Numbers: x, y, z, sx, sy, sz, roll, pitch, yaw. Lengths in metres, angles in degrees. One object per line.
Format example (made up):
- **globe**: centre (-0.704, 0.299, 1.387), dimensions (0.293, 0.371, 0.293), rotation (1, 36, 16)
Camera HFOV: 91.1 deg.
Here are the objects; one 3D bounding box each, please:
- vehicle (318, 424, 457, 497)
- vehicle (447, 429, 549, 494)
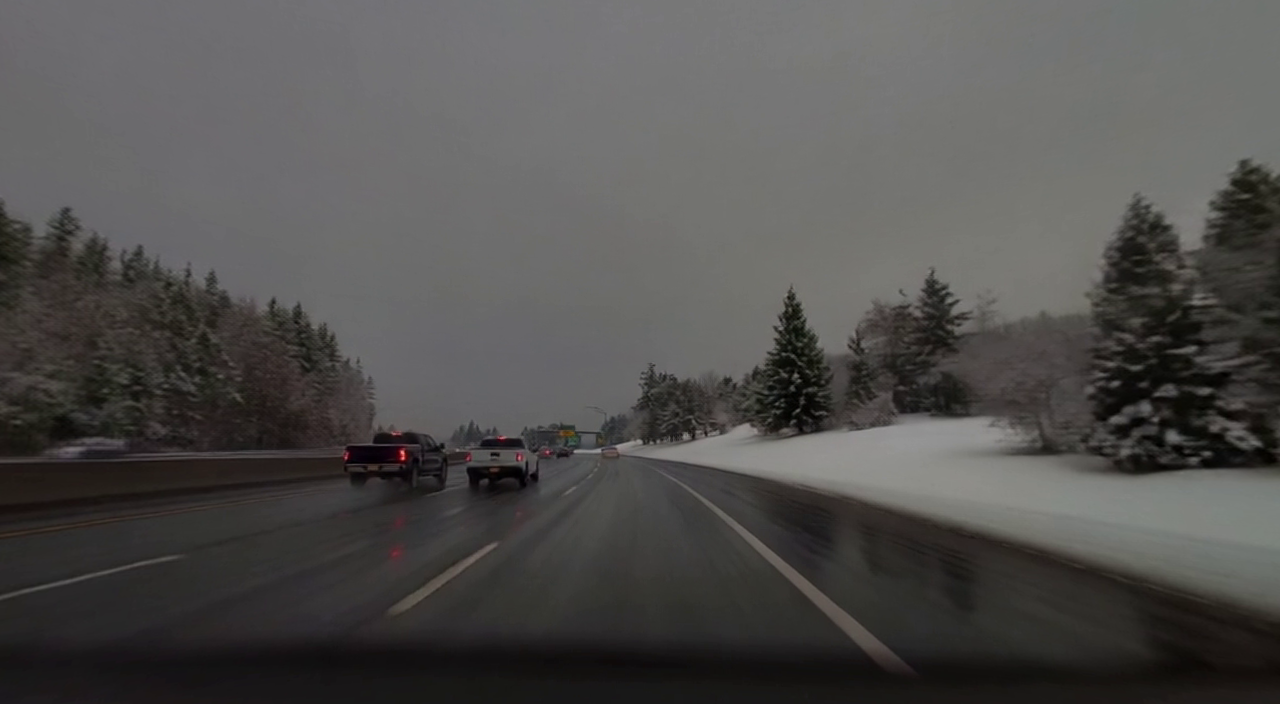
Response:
- **vehicle**: centre (-7.598, 3.314, 19.625), dimensions (2.160, 1.949, 5.293), rotation (0, -8, 0)
- **vehicle**: centre (-4.302, 3.410, 19.945), dimensions (2.142, 1.789, 5.009), rotation (0, -8, -1)
